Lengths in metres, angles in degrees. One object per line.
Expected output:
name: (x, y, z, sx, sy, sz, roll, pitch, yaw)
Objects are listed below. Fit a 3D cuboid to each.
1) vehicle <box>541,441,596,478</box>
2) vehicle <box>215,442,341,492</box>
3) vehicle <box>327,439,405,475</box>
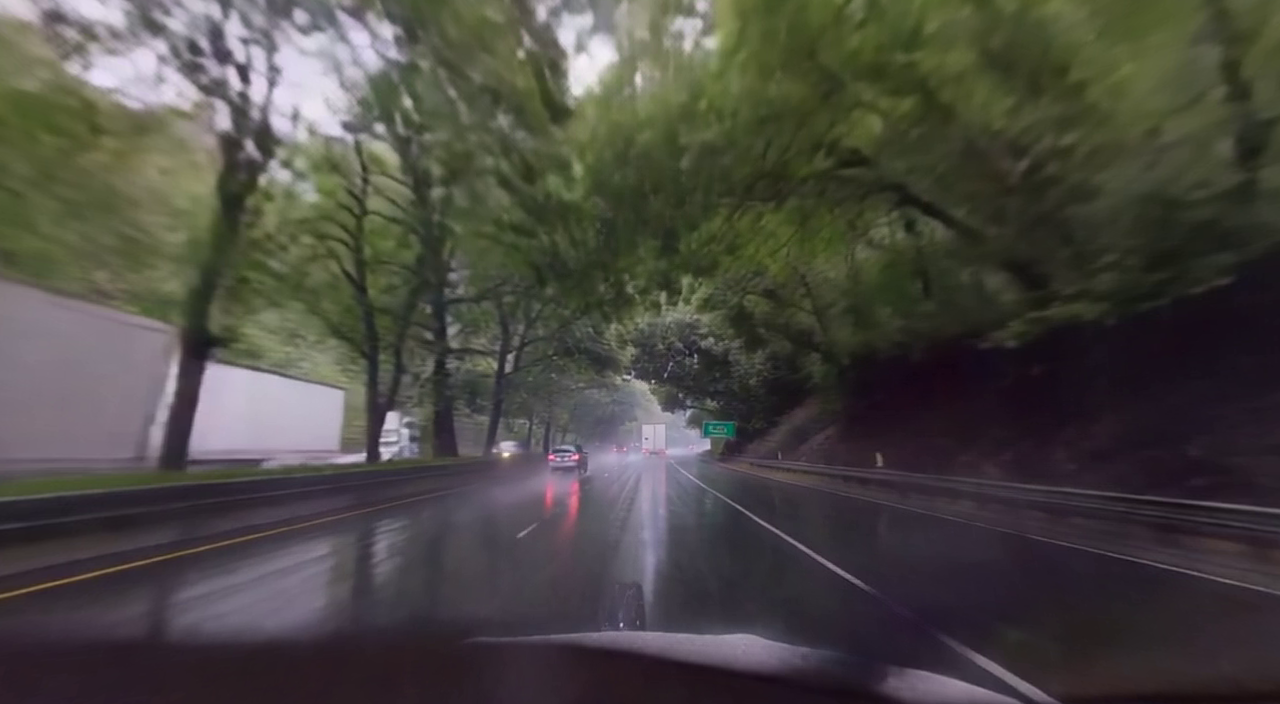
vehicle: (-3.329, 5.118, 30.200, 2.057, 1.618, 4.212, 0, -9, 1)
vehicle: (-12.609, 4.021, 22.345, 1.926, 1.566, 4.142, 0, -9, 1)
vehicle: (-16.120, 6.208, 37.497, 2.092, 1.982, 5.339, 0, -9, 1)
